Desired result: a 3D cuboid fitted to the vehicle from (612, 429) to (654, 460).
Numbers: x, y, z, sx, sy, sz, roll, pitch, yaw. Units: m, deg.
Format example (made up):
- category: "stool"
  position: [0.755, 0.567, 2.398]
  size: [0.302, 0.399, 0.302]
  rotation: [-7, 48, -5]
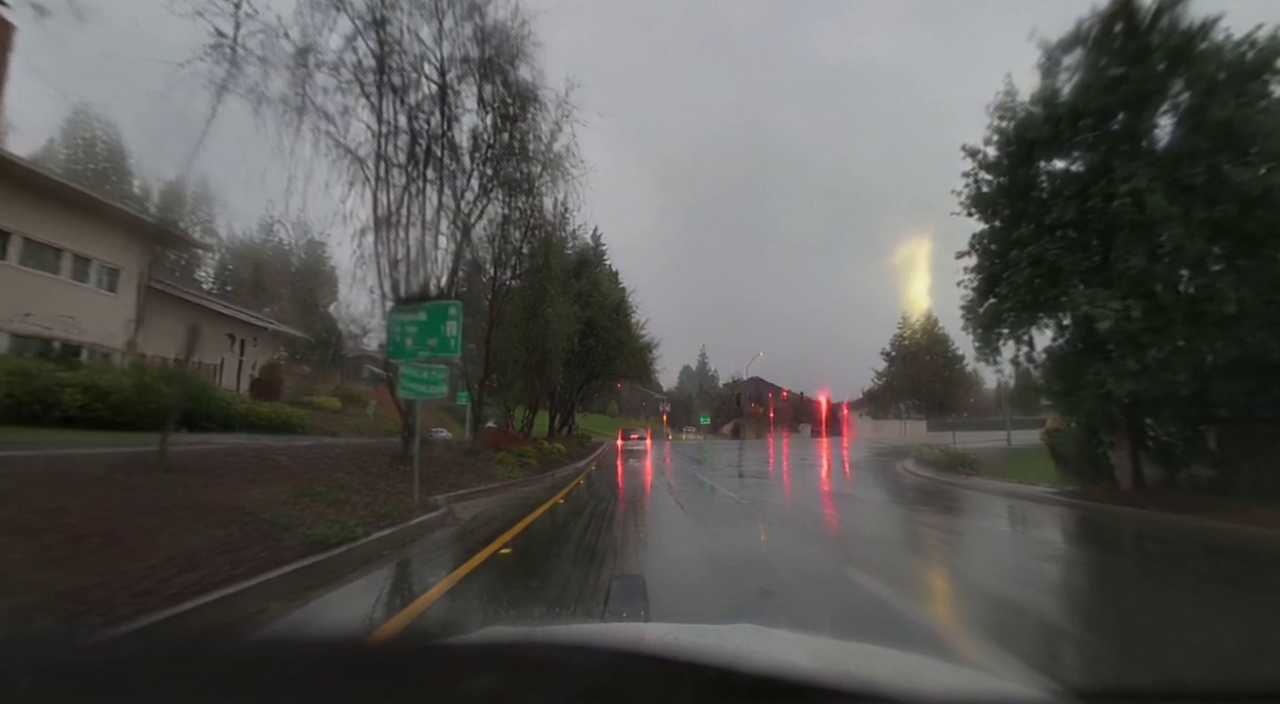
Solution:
- category: "vehicle"
  position: [-0.391, 4.768, 32.553]
  size: [2.056, 1.473, 4.380]
  rotation: [0, -8, -1]
